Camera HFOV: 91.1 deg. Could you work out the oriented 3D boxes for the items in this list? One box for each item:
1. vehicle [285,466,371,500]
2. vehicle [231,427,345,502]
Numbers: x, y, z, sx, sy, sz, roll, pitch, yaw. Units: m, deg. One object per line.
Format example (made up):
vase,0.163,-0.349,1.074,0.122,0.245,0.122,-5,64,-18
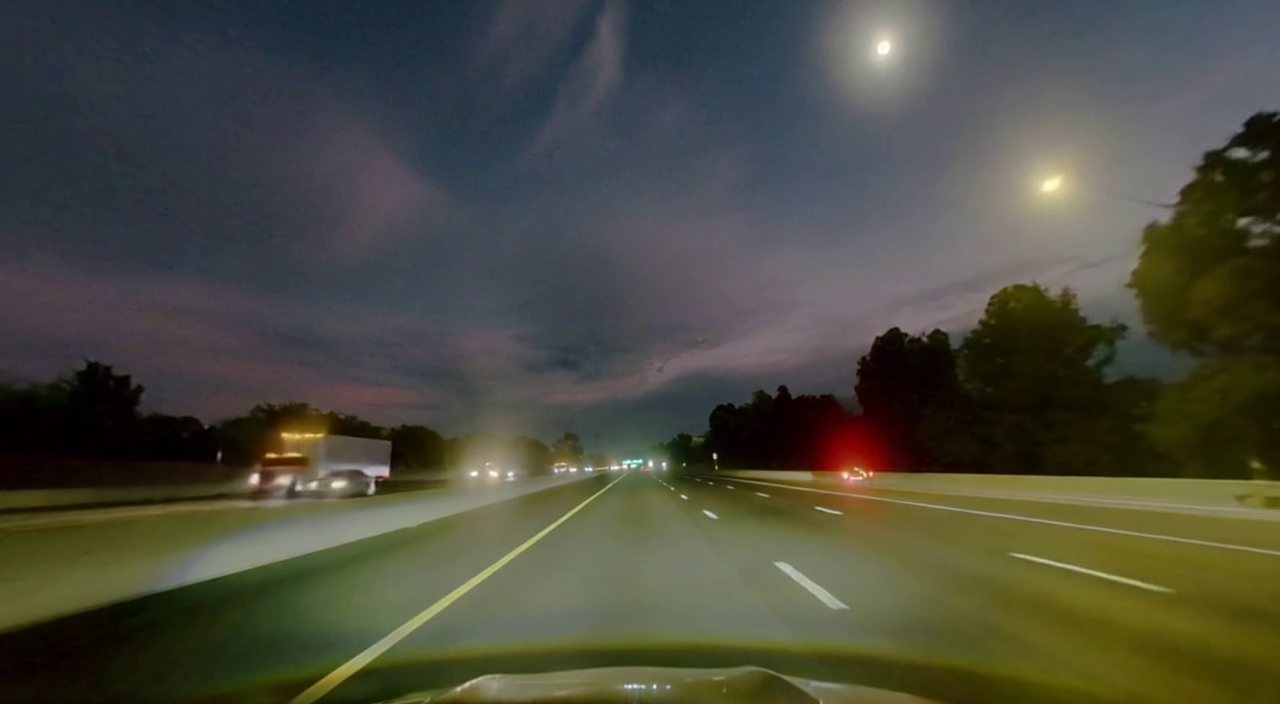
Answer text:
vehicle,-16.213,6.812,32.939,2.087,1.602,4.557,1,-10,0
vehicle,-20.657,6.705,37.399,2.993,4.003,6.139,1,-10,-1
